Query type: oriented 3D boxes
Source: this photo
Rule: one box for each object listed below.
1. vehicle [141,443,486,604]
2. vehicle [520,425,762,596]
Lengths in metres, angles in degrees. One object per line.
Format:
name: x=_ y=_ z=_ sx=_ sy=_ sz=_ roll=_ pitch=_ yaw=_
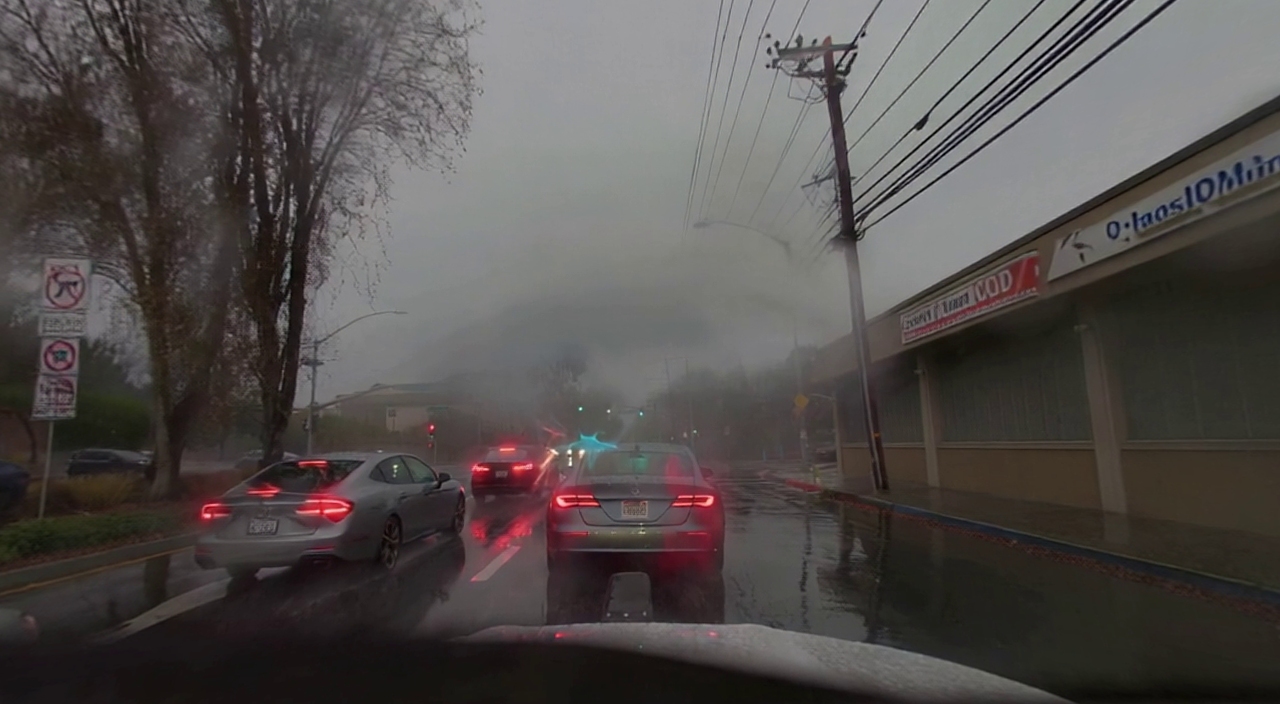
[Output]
vehicle: x=-3.234 y=1.739 z=7.319 sx=1.765 sy=1.319 sz=4.013 roll=0 pitch=-9 yaw=2
vehicle: x=-0.003 y=1.679 z=7.525 sx=2.101 sy=1.469 sz=3.955 roll=0 pitch=-9 yaw=0
